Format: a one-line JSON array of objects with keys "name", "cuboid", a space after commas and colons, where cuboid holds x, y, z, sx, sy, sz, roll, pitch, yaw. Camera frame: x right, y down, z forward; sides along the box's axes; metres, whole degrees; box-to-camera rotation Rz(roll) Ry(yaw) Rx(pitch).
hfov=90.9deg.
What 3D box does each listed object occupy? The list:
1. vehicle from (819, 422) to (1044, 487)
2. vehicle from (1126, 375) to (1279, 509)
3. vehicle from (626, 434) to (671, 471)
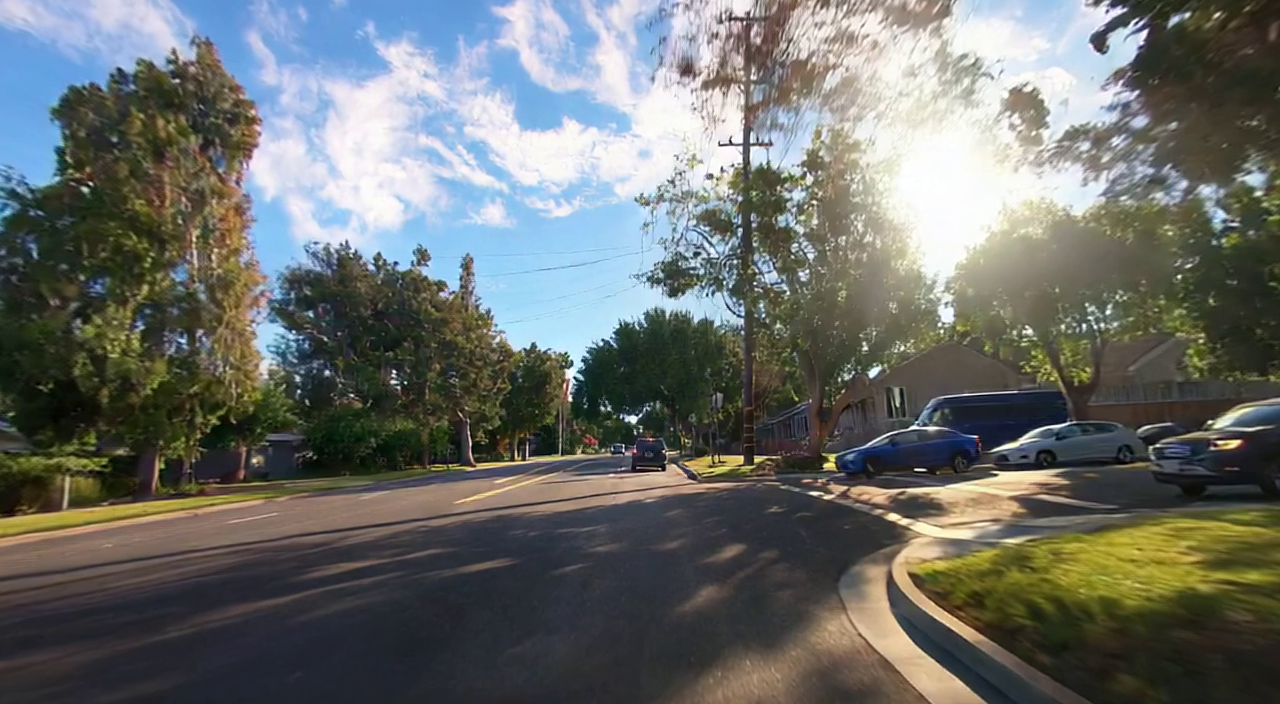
[{"name": "vehicle", "cuboid": [6.933, 2.497, 15.413, 4.543, 1.472, 1.830, 0, -9, 2]}, {"name": "vehicle", "cuboid": [10.930, 1.360, 9.615, 5.166, 1.827, 2.040, -1, -9, 2]}, {"name": "vehicle", "cuboid": [0.412, 5.009, 31.531, 2.120, 1.718, 3.909, 0, -9, 1]}]
